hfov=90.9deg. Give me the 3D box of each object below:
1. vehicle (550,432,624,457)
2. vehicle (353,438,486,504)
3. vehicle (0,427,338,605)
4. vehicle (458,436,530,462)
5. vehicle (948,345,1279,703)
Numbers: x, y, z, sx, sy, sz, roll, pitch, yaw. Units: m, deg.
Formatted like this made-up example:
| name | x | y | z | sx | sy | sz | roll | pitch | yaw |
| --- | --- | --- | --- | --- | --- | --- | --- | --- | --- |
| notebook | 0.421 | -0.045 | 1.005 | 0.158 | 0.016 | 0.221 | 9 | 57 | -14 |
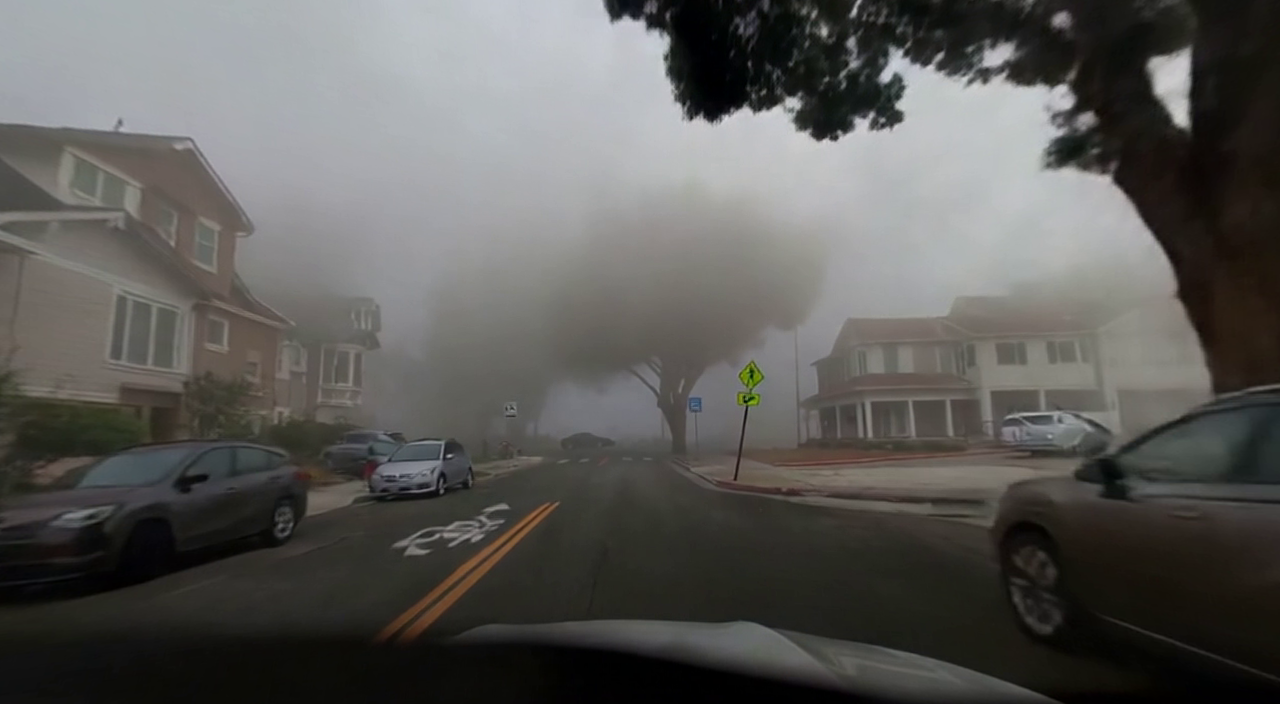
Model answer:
| name | x | y | z | sx | sy | sz | roll | pitch | yaw |
| --- | --- | --- | --- | --- | --- | --- | --- | --- | --- |
| vehicle | -4.008 | 7.028 | 47.935 | 5.181 | 1.768 | 2.139 | 4 | -9 | -25 |
| vehicle | -5.467 | 2.981 | 16.270 | 1.919 | 1.464 | 4.155 | 0 | -8 | 0 |
| vehicle | -5.429 | 1.697 | 7.425 | 1.842 | 1.540 | 3.704 | 0 | -8 | 0 |
| vehicle | -10.147 | 6.733 | 43.750 | 4.639 | 1.700 | 2.002 | 3 | -9 | -19 |
| vehicle | 3.493 | 0.863 | 2.841 | 1.997 | 1.663 | 4.544 | -1 | -8 | 2 |
